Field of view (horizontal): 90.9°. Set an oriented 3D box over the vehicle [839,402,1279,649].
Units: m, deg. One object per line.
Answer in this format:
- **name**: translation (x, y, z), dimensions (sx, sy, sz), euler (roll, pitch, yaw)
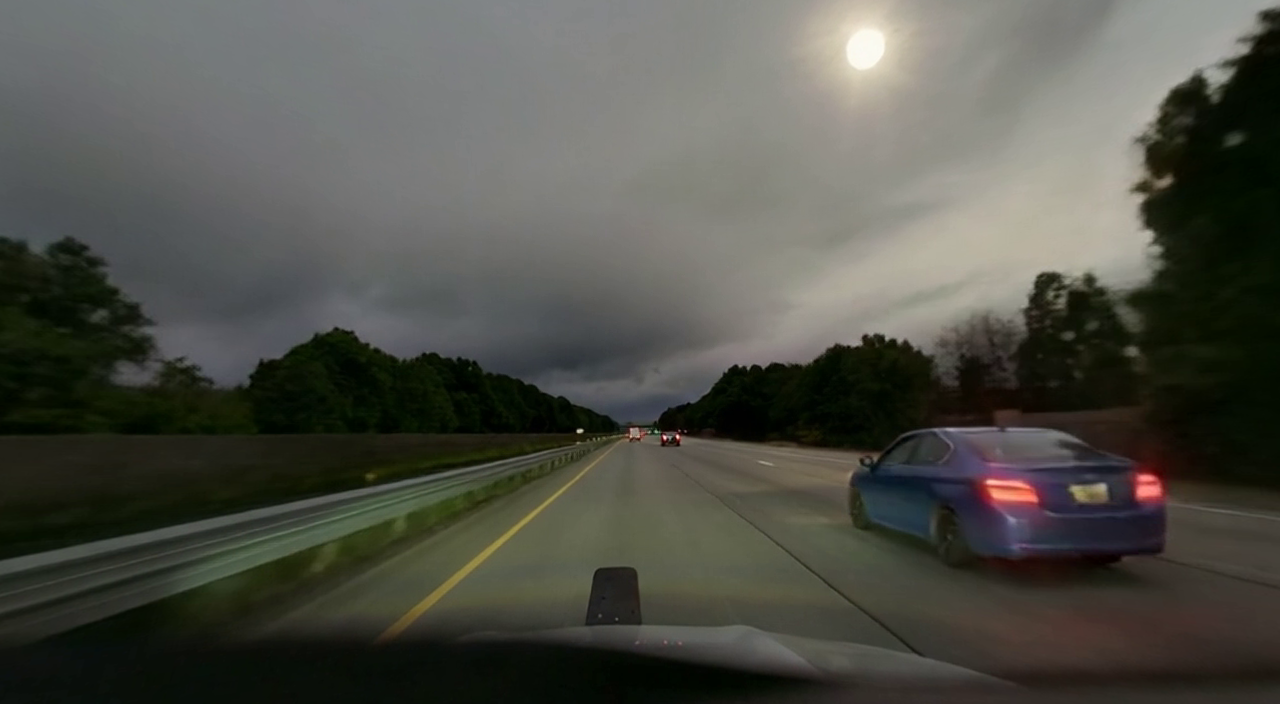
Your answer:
- **vehicle**: translation (3.718, 1.366, 6.151), dimensions (2.017, 1.502, 4.369), euler (0, -8, -2)
